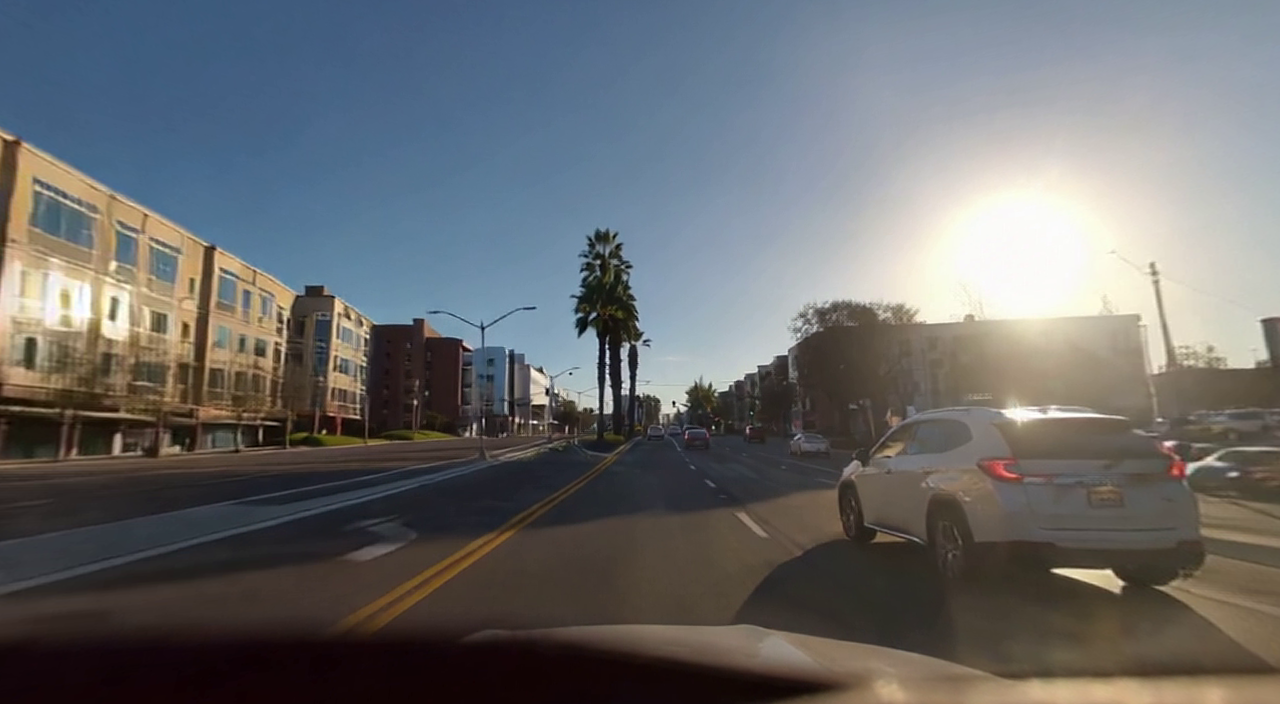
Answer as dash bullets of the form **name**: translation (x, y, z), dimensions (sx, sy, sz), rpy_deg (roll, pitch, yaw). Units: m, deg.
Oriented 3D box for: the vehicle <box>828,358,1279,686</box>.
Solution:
- **vehicle**: translation (3.621, 1.280, 5.906), dimensions (2.219, 1.795, 4.718), rpy_deg (0, -9, 0)
